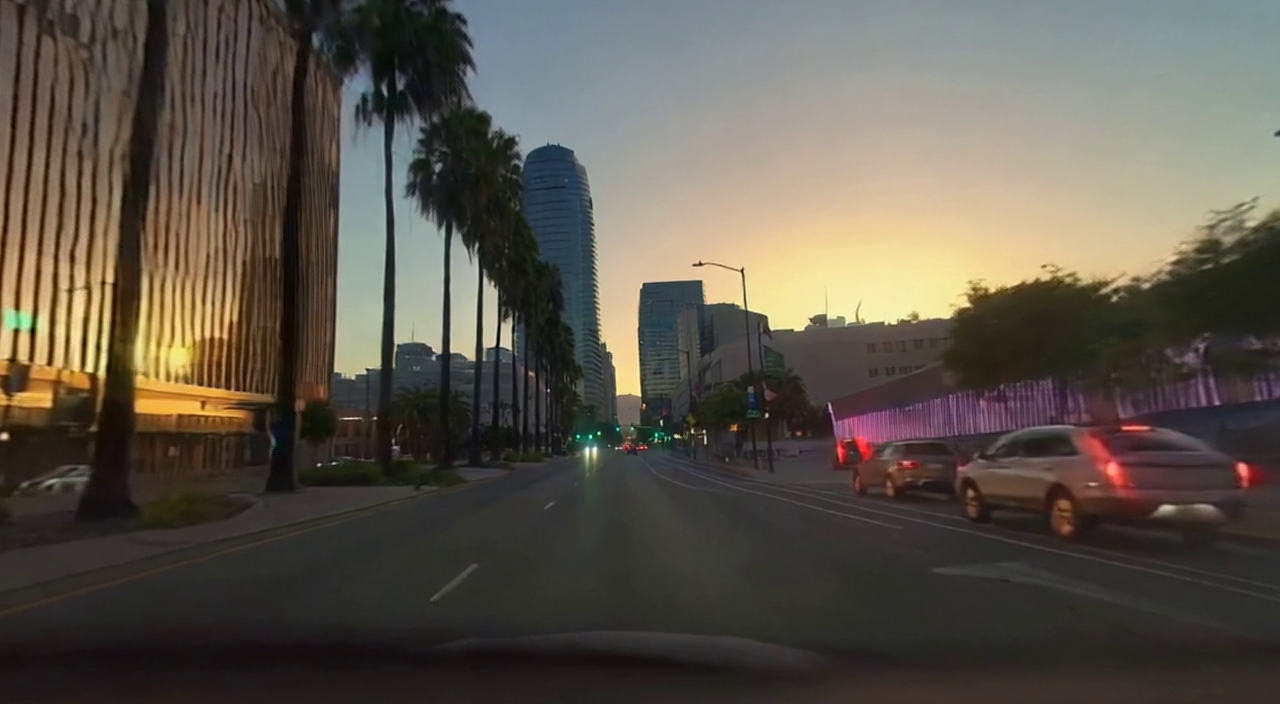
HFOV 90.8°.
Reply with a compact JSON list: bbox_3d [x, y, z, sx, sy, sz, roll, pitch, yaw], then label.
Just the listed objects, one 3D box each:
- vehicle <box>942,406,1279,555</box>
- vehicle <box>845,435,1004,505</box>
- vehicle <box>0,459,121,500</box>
[{"bbox_3d":[6.930,1.832,9.723,2.225,1.727,4.418,0,-8,-2],"label":"vehicle"},{"bbox_3d":[7.019,2.948,16.279,1.919,1.499,4.779,-1,-8,1],"label":"vehicle"},{"bbox_3d":[-24.657,5.310,26.593,1.801,1.444,4.640,0,-8,-3],"label":"vehicle"}]
